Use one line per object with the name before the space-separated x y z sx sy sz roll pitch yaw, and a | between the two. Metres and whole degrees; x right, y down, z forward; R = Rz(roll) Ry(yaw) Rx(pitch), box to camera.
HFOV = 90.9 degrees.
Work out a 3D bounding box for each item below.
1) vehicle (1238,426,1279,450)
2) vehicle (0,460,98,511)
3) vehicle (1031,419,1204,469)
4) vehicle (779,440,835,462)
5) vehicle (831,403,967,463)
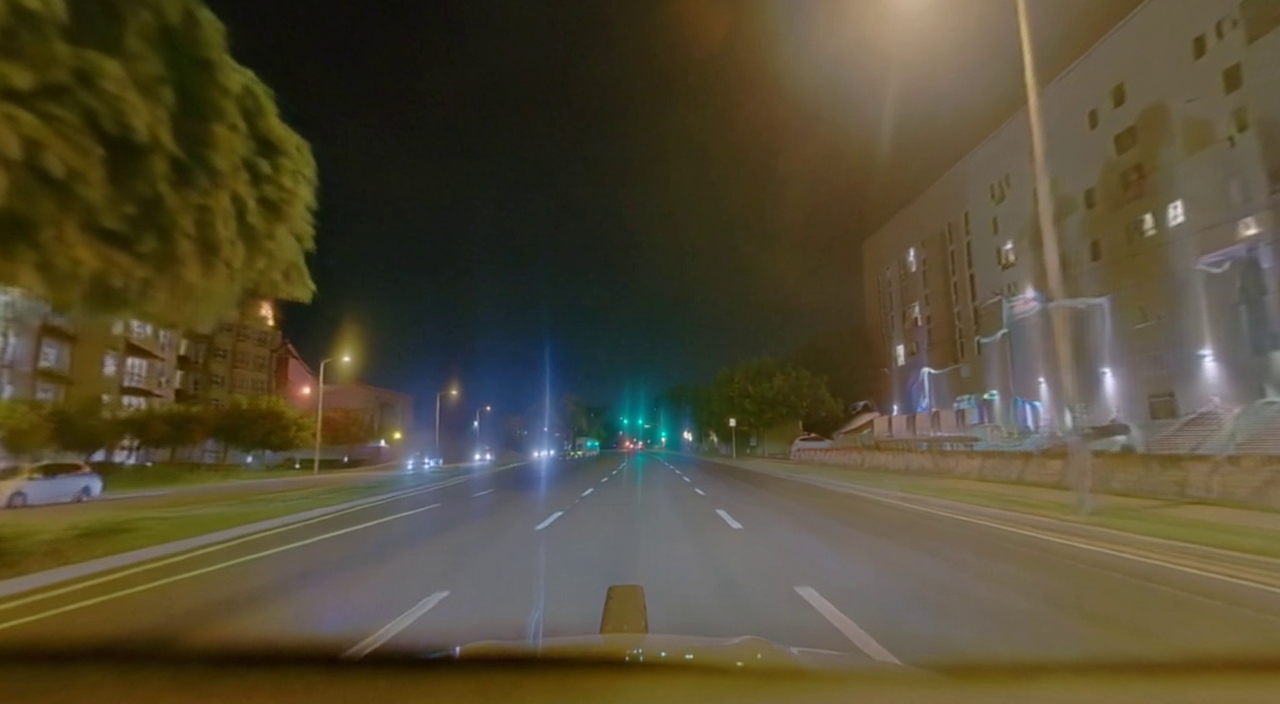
vehicle | 39.197 5.356 39.066 1.757 1.439 3.615 -4 -9 21
vehicle | -23.662 5.021 23.956 1.957 1.672 4.743 0 -8 -1
vehicle | 16.773 3.256 22.308 4.450 1.643 1.996 0 -8 -1
vehicle | 12.478 7.406 47.453 1.948 1.466 4.520 -1 -7 -16
vehicle | 15.542 4.935 38.261 6.641 3.391 3.387 0 -9 -4
